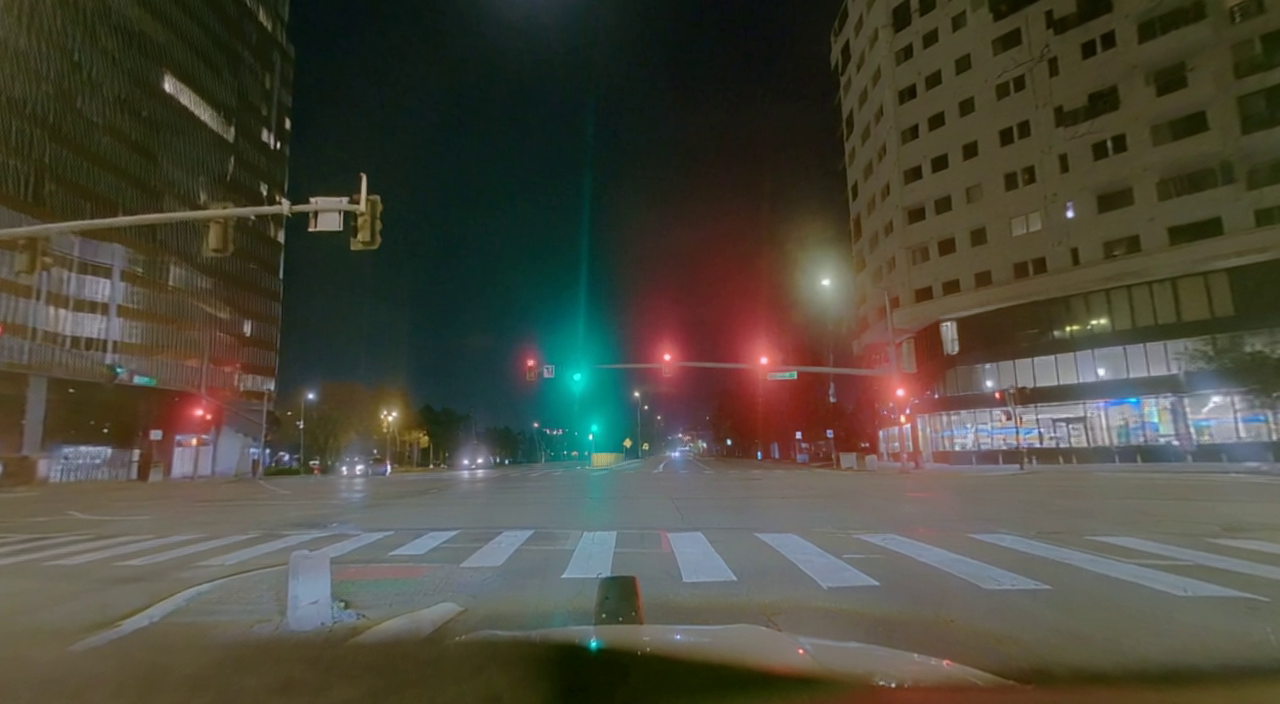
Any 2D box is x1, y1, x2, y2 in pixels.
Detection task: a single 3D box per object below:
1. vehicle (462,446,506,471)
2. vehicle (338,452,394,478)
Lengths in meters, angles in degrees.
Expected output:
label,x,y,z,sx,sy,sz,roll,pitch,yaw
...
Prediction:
label,x,y,z,sx,sy,sz,roll,pitch,yaw
vehicle,-12.161,8.304,49.565,2.151,1.847,4.634,0,-9,0
vehicle,-18.832,7.782,43.627,1.933,1.664,4.255,0,-9,1
